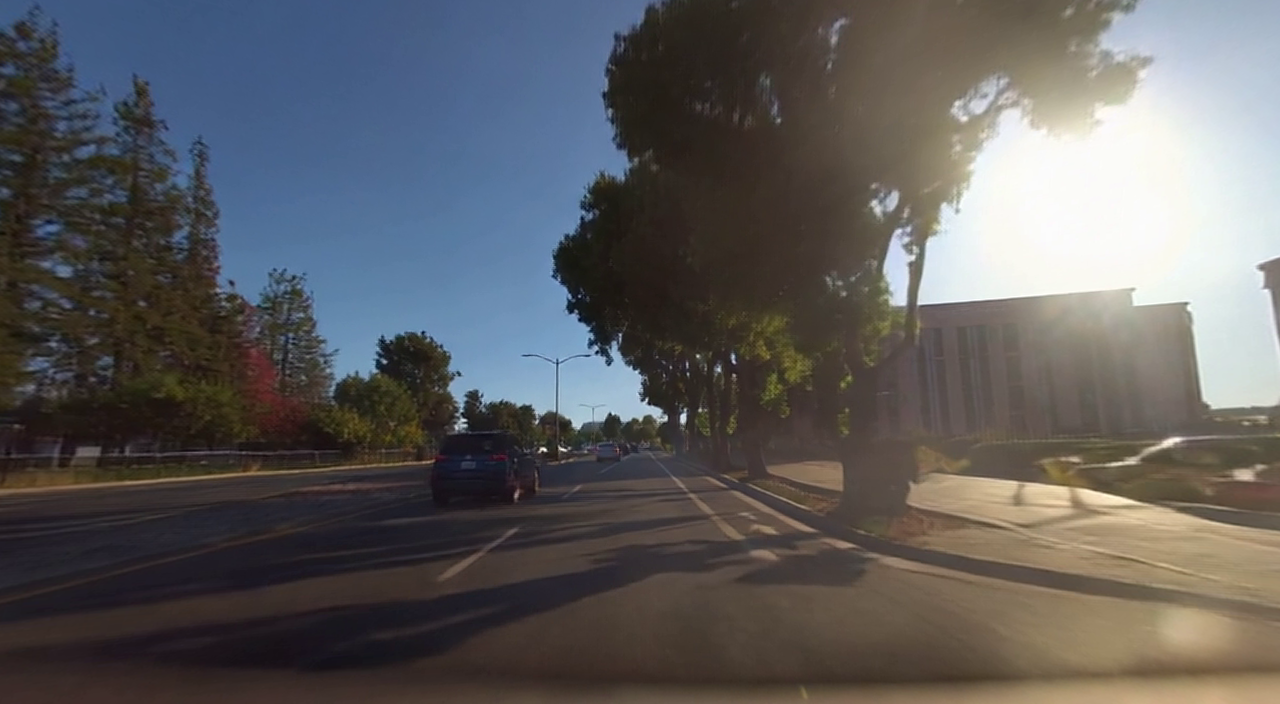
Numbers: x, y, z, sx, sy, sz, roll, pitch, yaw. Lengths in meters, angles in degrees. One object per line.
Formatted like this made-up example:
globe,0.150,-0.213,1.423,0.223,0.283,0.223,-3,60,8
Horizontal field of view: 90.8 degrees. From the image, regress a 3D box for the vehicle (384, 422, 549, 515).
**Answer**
vehicle,-3.539,2.484,14.039,2.202,1.685,4.772,0,-8,1
